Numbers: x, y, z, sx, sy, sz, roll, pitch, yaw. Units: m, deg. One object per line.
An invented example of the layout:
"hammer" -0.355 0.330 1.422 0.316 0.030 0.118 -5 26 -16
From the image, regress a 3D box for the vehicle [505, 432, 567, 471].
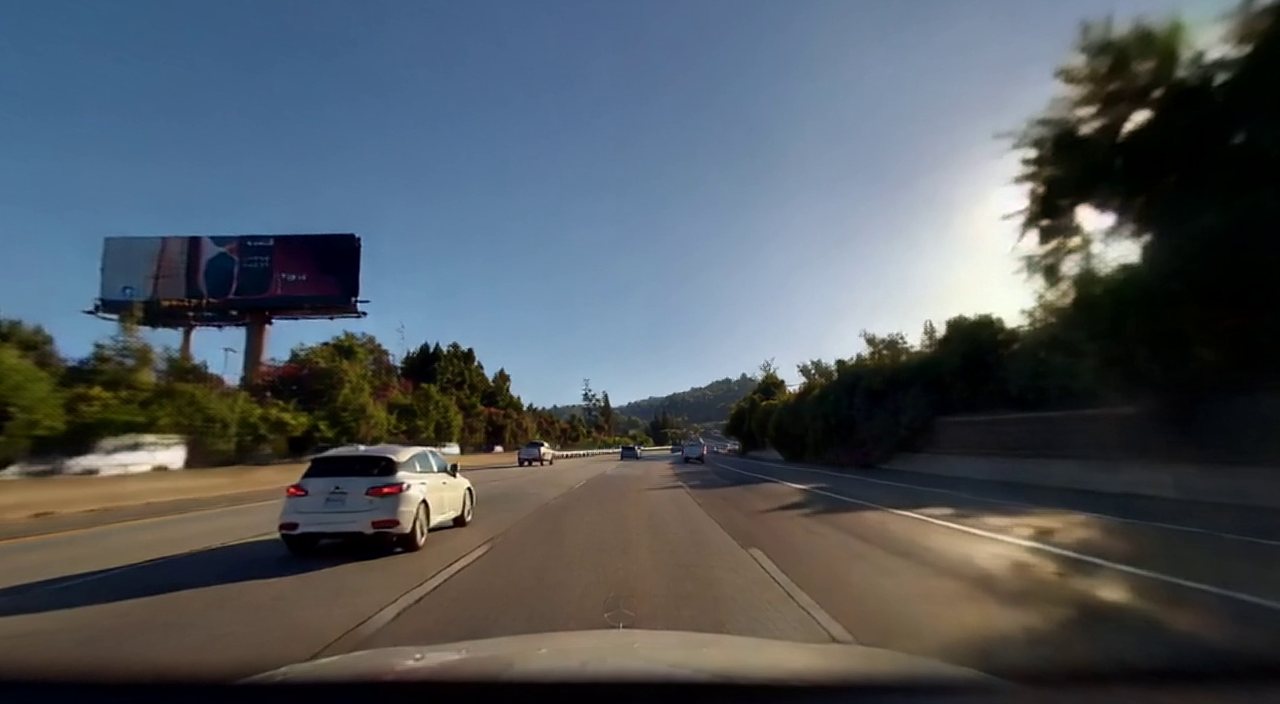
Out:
"vehicle" -5.996 5.859 37.287 2.383 2.048 5.875 0 -9 3

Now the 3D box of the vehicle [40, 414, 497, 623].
"vehicle" -3.160 1.527 6.799 2.192 1.482 4.454 0 -9 0

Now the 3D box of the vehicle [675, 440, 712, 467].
"vehicle" 3.717 7.153 44.570 2.211 1.814 4.404 0 -9 0
